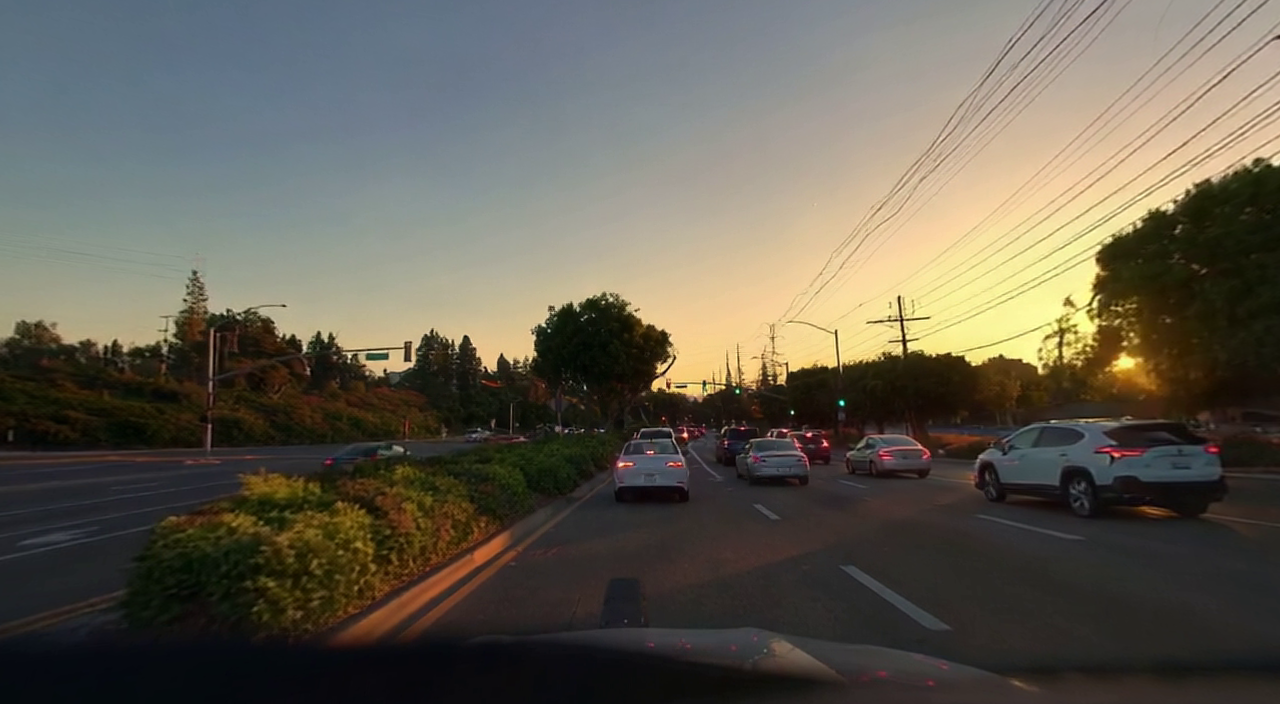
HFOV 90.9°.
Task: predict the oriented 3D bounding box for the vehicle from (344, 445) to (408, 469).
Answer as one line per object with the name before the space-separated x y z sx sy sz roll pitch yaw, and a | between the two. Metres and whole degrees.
vehicle | -16.596 6.610 39.801 1.986 1.404 4.177 -1 -9 4

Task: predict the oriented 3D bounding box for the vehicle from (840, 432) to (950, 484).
vehicle | 8.187 3.445 20.753 1.905 1.483 4.469 -1 -9 2

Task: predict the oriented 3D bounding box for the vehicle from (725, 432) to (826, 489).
vehicle | 3.885 3.201 18.905 2.028 1.454 4.531 0 -9 0

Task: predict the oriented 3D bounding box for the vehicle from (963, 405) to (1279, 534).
vehicle | 8.292 2.034 11.454 2.195 1.802 5.051 0 -9 1

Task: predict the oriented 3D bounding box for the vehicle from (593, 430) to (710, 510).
vehicle | 0.252 2.562 14.133 2.208 1.498 4.401 0 -9 1
